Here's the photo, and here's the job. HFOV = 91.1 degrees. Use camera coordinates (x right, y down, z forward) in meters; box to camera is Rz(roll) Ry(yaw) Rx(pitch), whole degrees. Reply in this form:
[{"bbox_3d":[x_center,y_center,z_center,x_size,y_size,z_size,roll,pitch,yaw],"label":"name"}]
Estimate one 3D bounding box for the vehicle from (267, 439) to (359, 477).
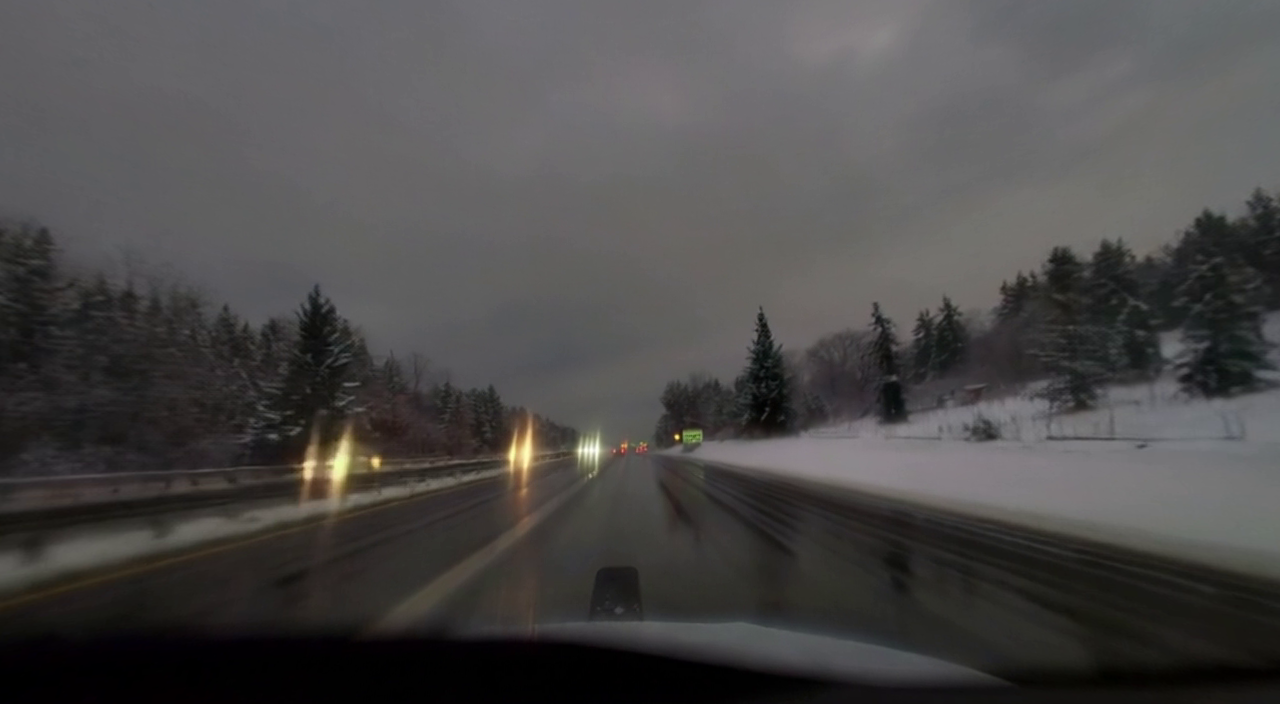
[{"bbox_3d":[-15.820,5.168,30.760,1.966,1.673,4.789,0,-9,-1],"label":"vehicle"}]
